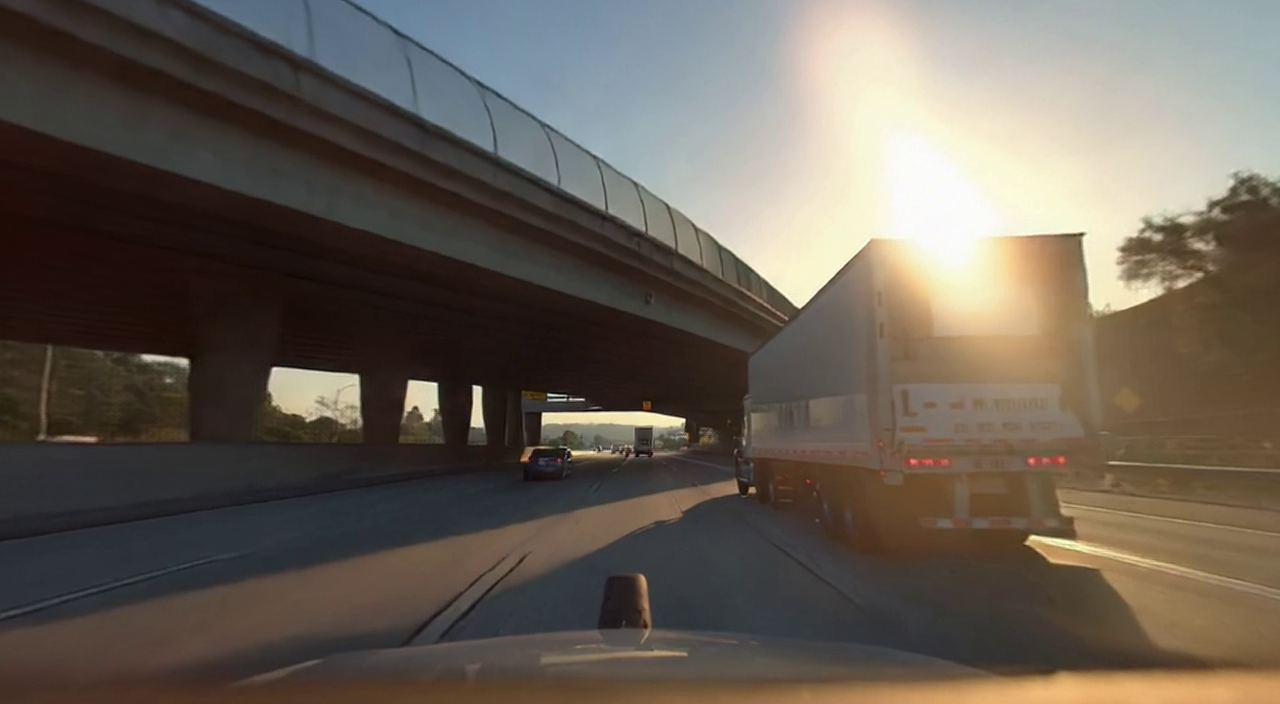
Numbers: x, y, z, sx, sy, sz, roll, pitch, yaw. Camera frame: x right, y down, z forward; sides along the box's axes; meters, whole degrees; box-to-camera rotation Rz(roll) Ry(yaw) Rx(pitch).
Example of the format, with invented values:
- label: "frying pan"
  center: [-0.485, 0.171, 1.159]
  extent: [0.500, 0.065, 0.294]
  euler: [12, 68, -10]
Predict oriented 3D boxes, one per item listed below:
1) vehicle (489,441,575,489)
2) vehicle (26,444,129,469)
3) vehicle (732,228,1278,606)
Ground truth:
- label: "vehicle"
  center: [-3.753, 4.029, 22.760]
  extent: [2.143, 1.529, 4.918]
  euler: [0, -9, 1]
- label: "vehicle"
  center: [-43.907, 8.156, 49.268]
  extent: [2.356, 1.806, 6.262]
  euler: [0, -9, -1]
- label: "vehicle"
  center: [3.960, 1.295, 10.906]
  extent: [3.049, 3.395, 10.595]
  euler: [0, -9, 0]
